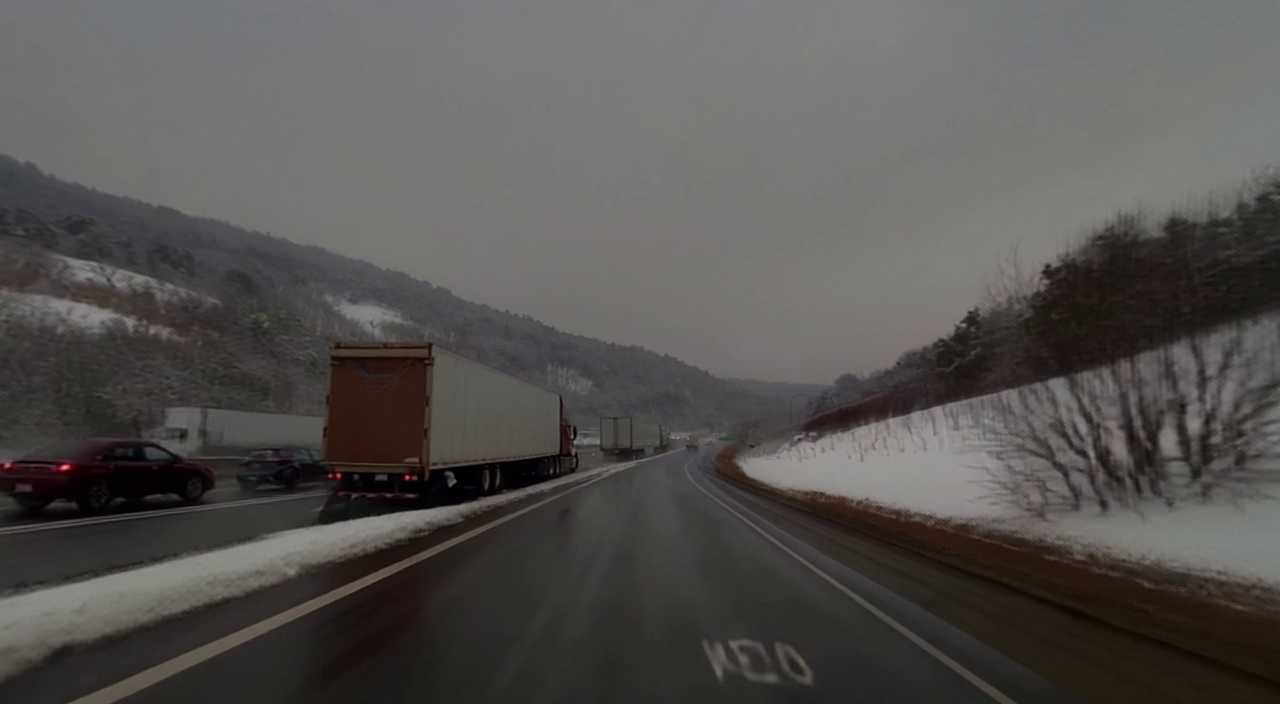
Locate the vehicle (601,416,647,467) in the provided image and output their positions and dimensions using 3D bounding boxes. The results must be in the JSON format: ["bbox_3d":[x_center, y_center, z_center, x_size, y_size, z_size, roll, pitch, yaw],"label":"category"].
[{"bbox_3d":[-1.039,6.835,47.548,2.968,3.439,10.174,0,-9,1],"label":"vehicle"}]

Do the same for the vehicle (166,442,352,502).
[{"bbox_3d":[-10.814,3.421,18.433,1.925,1.493,4.864,-1,-9,8],"label":"vehicle"}]

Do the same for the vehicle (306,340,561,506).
[{"bbox_3d":[-5.998,2.824,22.701,2.848,4.067,14.314,-1,-9,7],"label":"vehicle"}]

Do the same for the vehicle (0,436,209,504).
[{"bbox_3d":[-14.873,3.265,17.822,1.943,1.662,4.283,-1,-9,7],"label":"vehicle"}]
